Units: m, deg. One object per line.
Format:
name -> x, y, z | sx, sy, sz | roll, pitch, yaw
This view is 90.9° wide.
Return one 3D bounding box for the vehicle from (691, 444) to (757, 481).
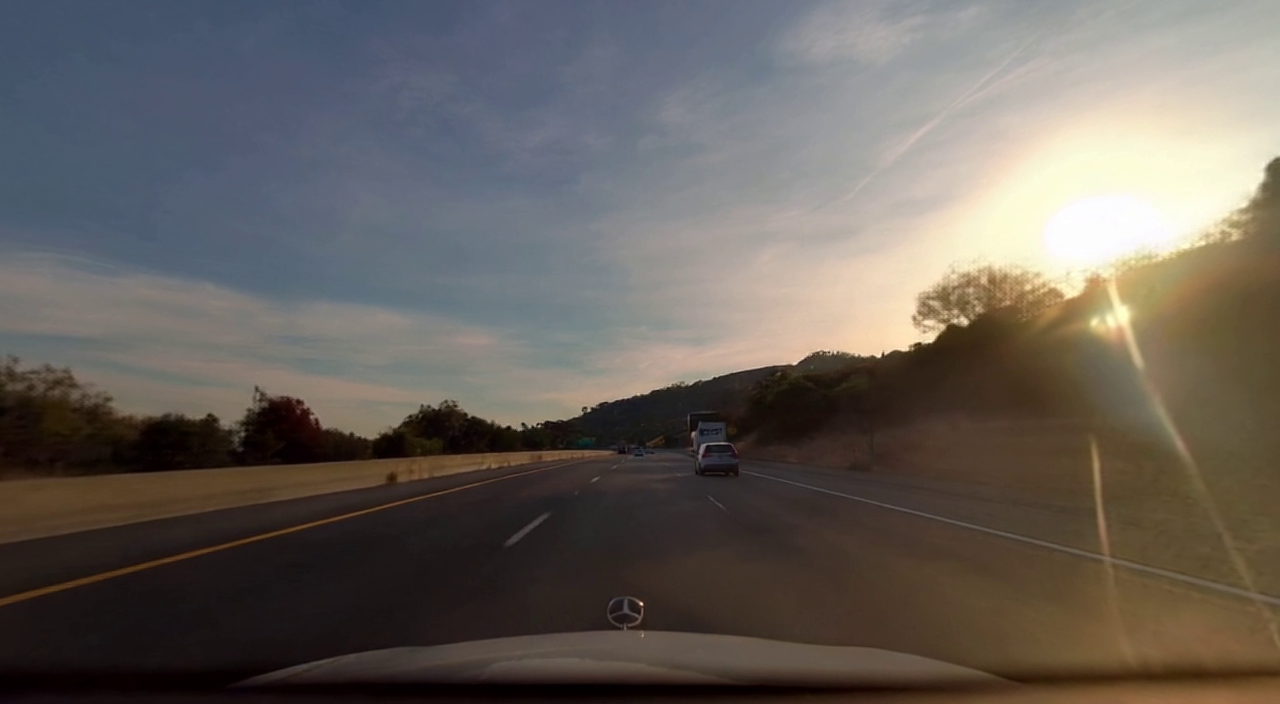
vehicle -> 3.511, 4.726, 27.375 | 2.193, 1.462, 4.533 | 0, -8, -1
